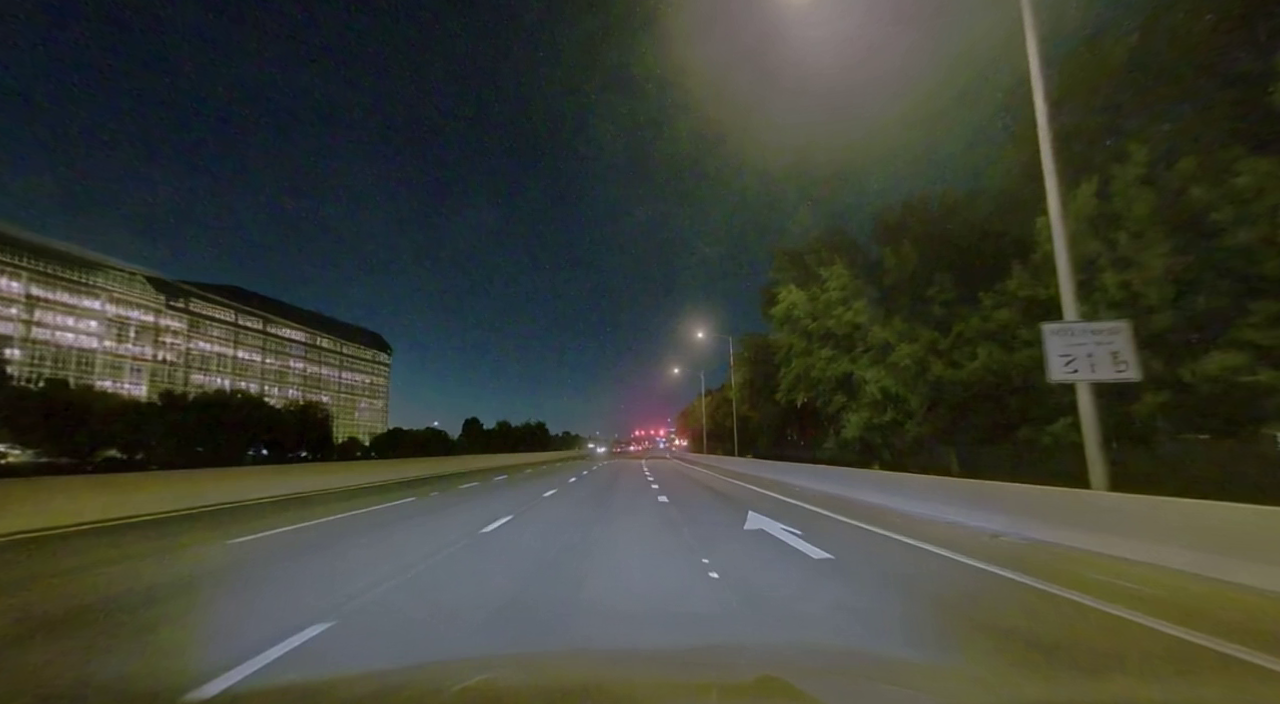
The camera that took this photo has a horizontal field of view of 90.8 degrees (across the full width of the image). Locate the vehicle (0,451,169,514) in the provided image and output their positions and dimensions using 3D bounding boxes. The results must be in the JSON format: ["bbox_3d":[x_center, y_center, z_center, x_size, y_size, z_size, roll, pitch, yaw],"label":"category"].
[{"bbox_3d":[-15.907,3.545,17.670,2.072,1.479,4.357,0,-9,0],"label":"vehicle"}]
